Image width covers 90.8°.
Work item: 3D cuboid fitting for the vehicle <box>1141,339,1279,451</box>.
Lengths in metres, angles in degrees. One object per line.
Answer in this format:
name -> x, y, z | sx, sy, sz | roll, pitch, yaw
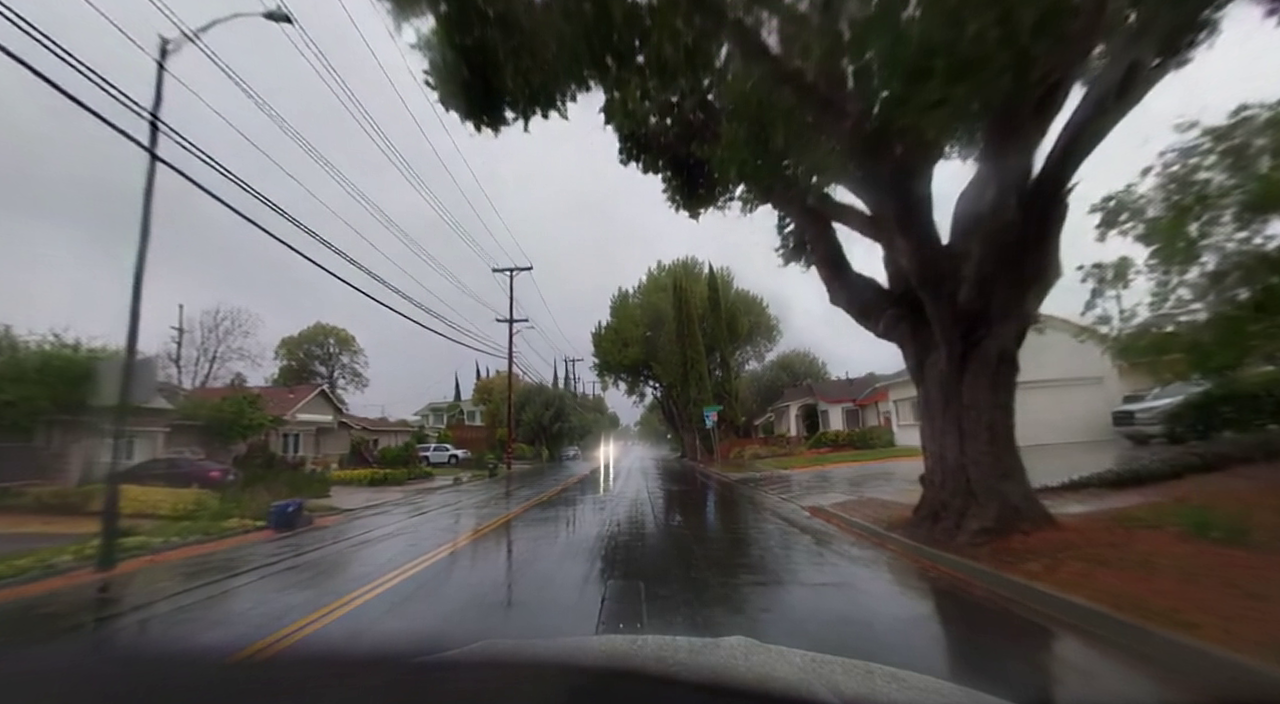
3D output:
vehicle -> 21.436, 1.614, 21.807 | 2.918, 3.393, 7.033 | -3, -9, 7
